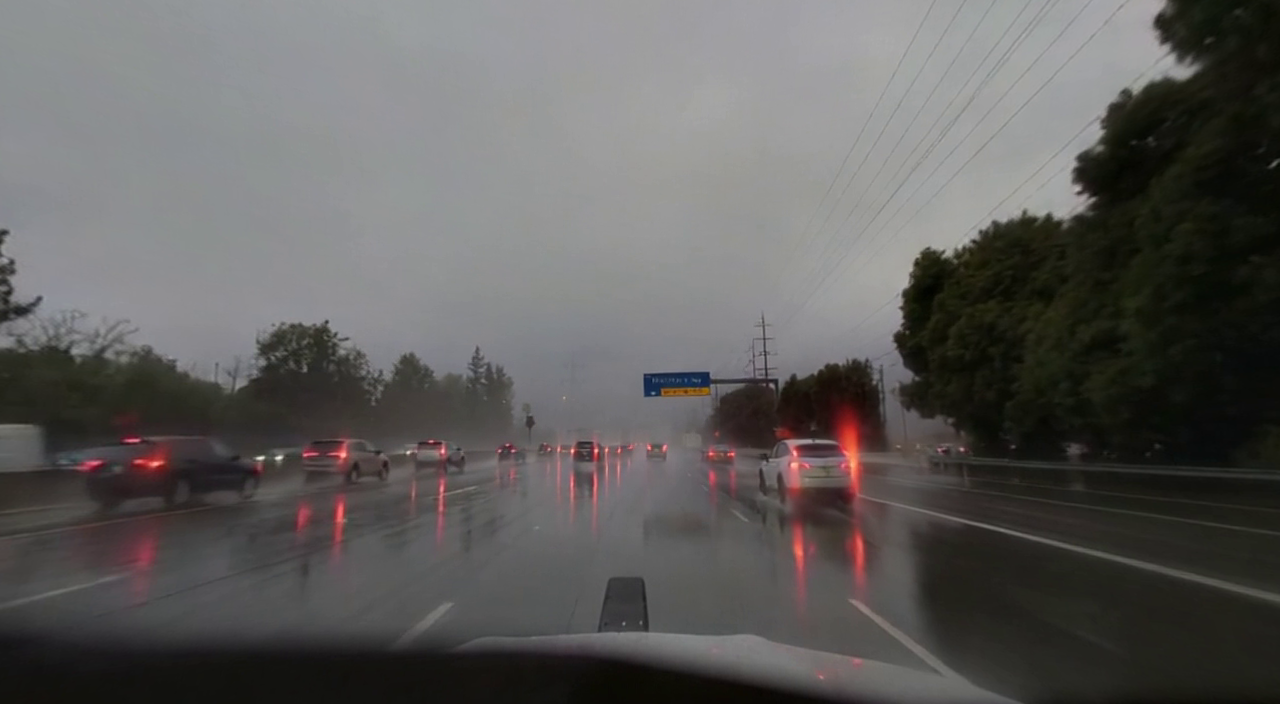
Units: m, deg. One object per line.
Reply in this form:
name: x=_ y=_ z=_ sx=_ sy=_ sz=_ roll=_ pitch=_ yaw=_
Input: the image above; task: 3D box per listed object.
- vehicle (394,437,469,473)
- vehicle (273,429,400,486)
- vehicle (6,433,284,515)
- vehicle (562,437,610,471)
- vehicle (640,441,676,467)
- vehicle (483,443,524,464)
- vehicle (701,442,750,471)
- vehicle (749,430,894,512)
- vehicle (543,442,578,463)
vehicle: x=-10.508 y=5.235 z=32.247 sx=2.137 sy=1.690 sz=4.630 roll=0 pitch=-8 yaw=1
vehicle: x=-10.598 y=3.714 z=22.511 sx=2.083 sy=1.776 sz=4.721 roll=0 pitch=-8 yaw=1
vehicle: x=-10.554 y=2.618 z=14.148 sx=2.181 sy=1.512 sz=4.889 roll=0 pitch=-8 yaw=2
vehicle: x=-2.915 y=5.636 z=35.094 sx=2.133 sy=1.775 sz=4.530 roll=0 pitch=-8 yaw=2
vehicle: x=1.110 y=6.555 z=40.822 sx=2.220 sy=1.575 sz=4.332 roll=0 pitch=-8 yaw=1
vehicle: x=-10.101 y=7.543 z=47.051 sx=1.926 sy=1.479 sz=4.688 roll=0 pitch=-8 yaw=2
vehicle: x=4.571 y=5.671 z=34.544 sx=2.022 sy=1.472 sz=4.678 roll=0 pitch=-8 yaw=0
vehicle: x=3.958 y=2.670 z=14.653 sx=2.036 sy=1.580 sz=4.360 roll=0 pitch=-8 yaw=0
vehicle: x=-6.166 y=7.831 z=49.289 sx=2.049 sy=1.544 sz=4.866 roll=0 pitch=-8 yaw=0
